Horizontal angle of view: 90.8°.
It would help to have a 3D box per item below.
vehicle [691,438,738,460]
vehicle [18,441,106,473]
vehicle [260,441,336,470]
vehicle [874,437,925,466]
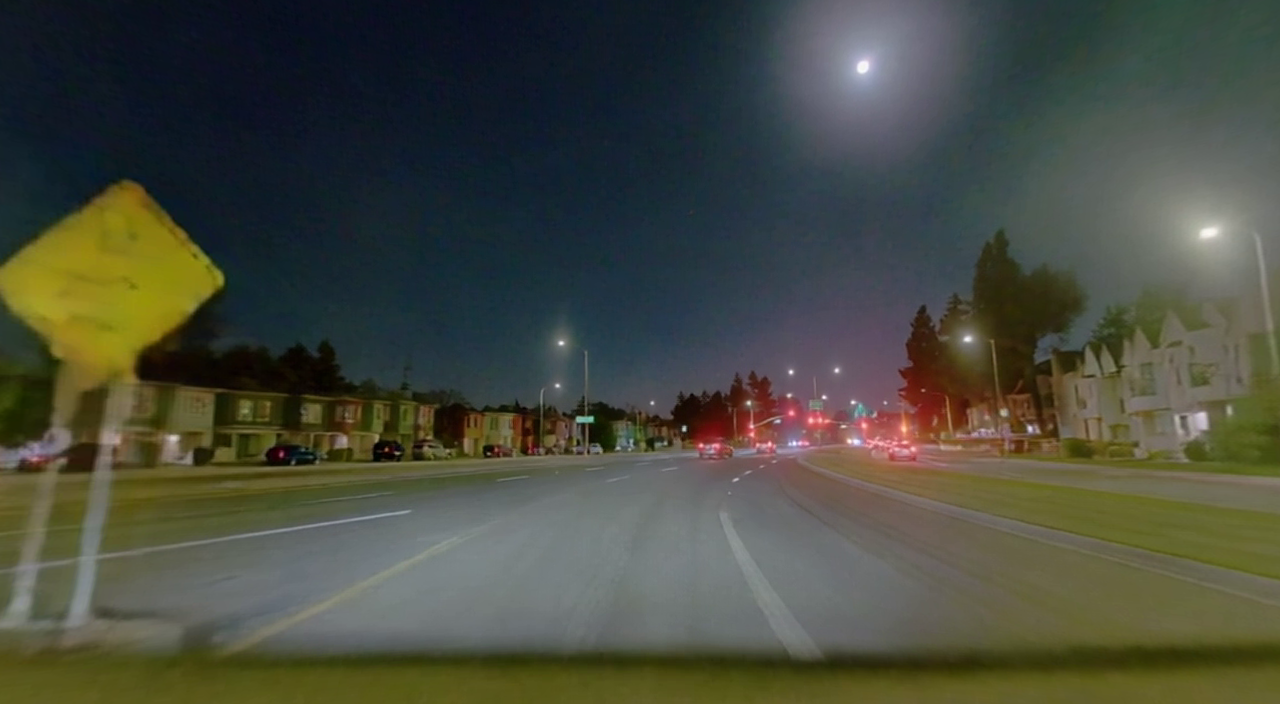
[{"bbox_3d":[5.356,6.846,44.591,2.081,1.489,4.863,-4,-9,21],"label":"vehicle"},{"bbox_3d":[-33.819,6.127,36.964,4.418,1.746,1.925,-4,-9,22],"label":"vehicle"},{"bbox_3d":[-24.561,7.520,45.603,1.958,1.708,4.611,-7,-15,18],"label":"vehicle"},{"bbox_3d":[16.459,6.383,40.308,1.988,1.487,4.479,-3,-13,10],"label":"vehicle"}]
